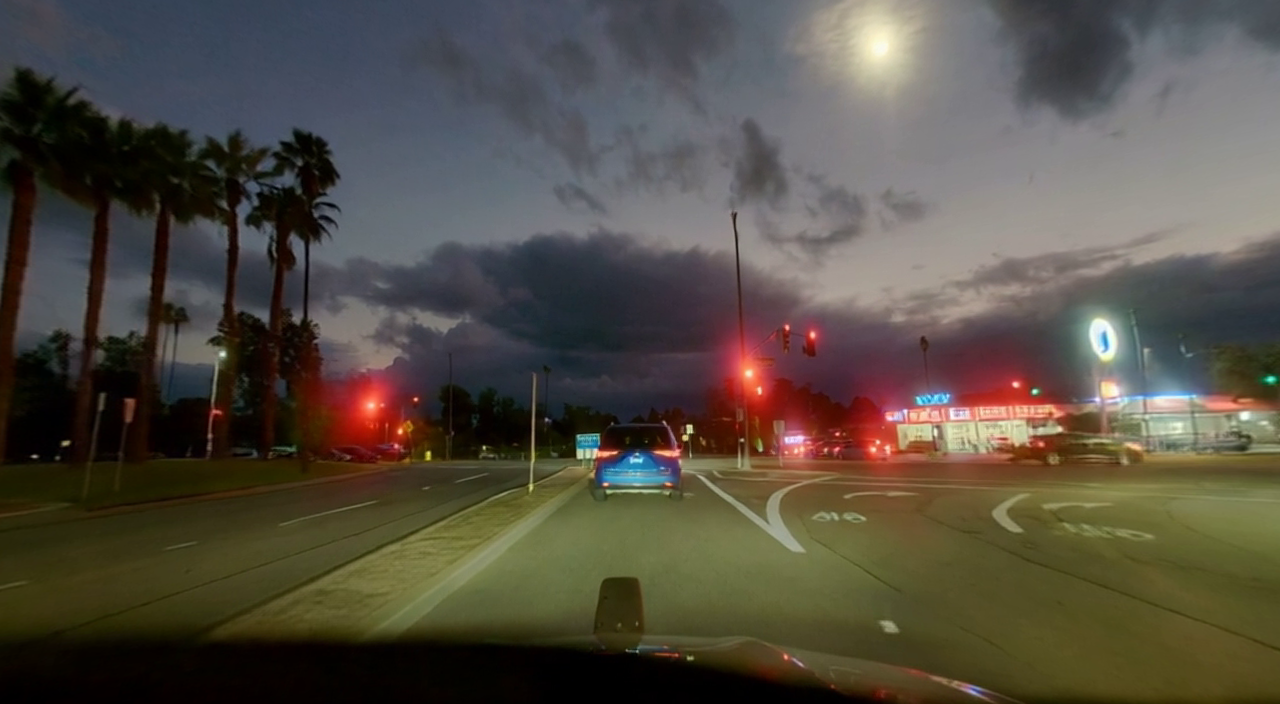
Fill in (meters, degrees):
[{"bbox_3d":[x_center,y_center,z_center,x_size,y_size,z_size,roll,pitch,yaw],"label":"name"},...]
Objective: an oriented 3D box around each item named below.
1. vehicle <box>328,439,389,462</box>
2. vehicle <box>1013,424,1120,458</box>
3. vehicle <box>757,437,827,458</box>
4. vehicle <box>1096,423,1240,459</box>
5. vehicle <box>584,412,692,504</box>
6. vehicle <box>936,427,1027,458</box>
[{"bbox_3d":[-22.095,7.699,49.531,4.790,1.687,1.969,-6,-10,33],"label":"vehicle"},{"bbox_3d":[23.315,4.900,34.719,4.641,1.778,1.958,-5,-10,32],"label":"vehicle"},{"bbox_3d":[11.196,7.054,46.715,4.665,1.467,1.833,-6,-10,34],"label":"vehicle"},{"bbox_3d":[28.981,4.927,34.987,5.809,1.839,1.957,-6,-10,34],"label":"vehicle"},{"bbox_3d":[-0.007,2.571,15.711,2.263,1.932,4.709,0,-8,1],"label":"vehicle"},{"bbox_3d":[21.625,5.752,40.072,4.852,1.847,1.983,-5,-10,32],"label":"vehicle"}]
